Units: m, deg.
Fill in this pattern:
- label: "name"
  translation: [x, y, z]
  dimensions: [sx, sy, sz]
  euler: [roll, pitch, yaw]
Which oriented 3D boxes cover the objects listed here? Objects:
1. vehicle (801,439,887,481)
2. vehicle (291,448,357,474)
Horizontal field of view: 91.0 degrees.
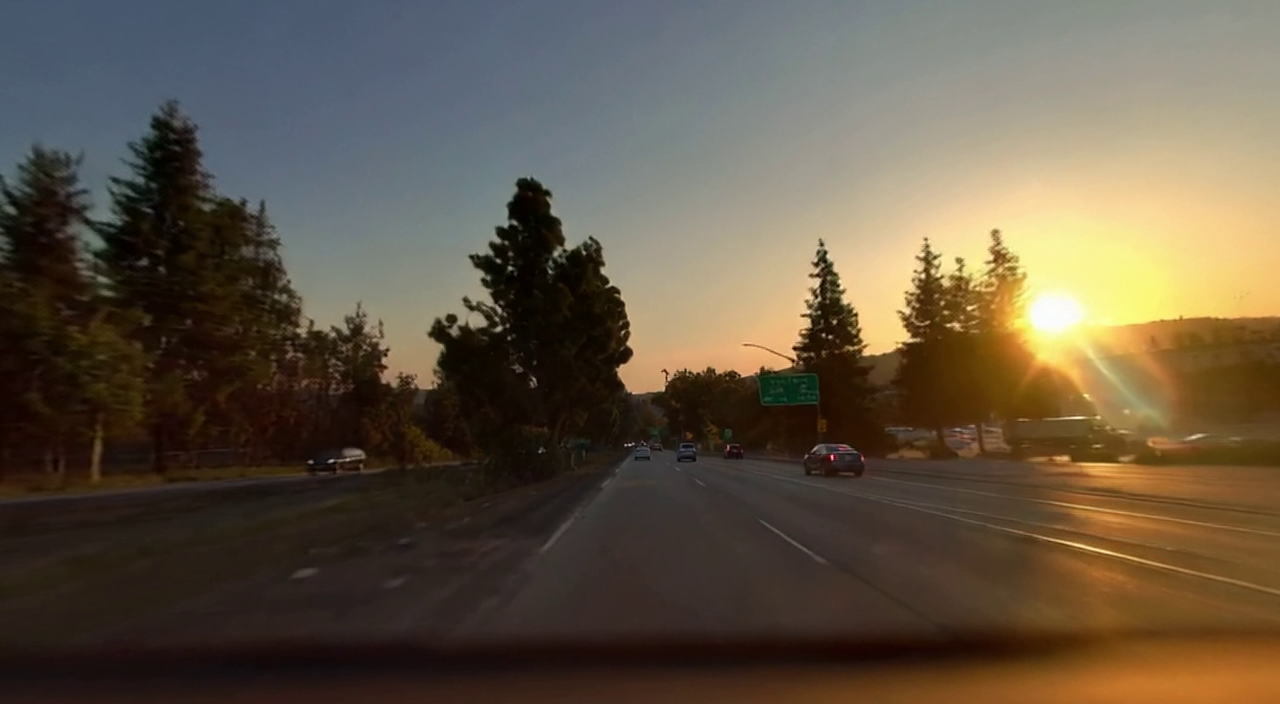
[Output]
- label: "vehicle"
  translation: [8.184, 4.364, 25.698]
  dimensions: [1.989, 1.526, 4.443]
  euler: [0, -9, 0]
- label: "vehicle"
  translation: [-24.600, 8.484, 49.296]
  dimensions: [2.143, 1.828, 5.680]
  euler: [0, -9, 1]
